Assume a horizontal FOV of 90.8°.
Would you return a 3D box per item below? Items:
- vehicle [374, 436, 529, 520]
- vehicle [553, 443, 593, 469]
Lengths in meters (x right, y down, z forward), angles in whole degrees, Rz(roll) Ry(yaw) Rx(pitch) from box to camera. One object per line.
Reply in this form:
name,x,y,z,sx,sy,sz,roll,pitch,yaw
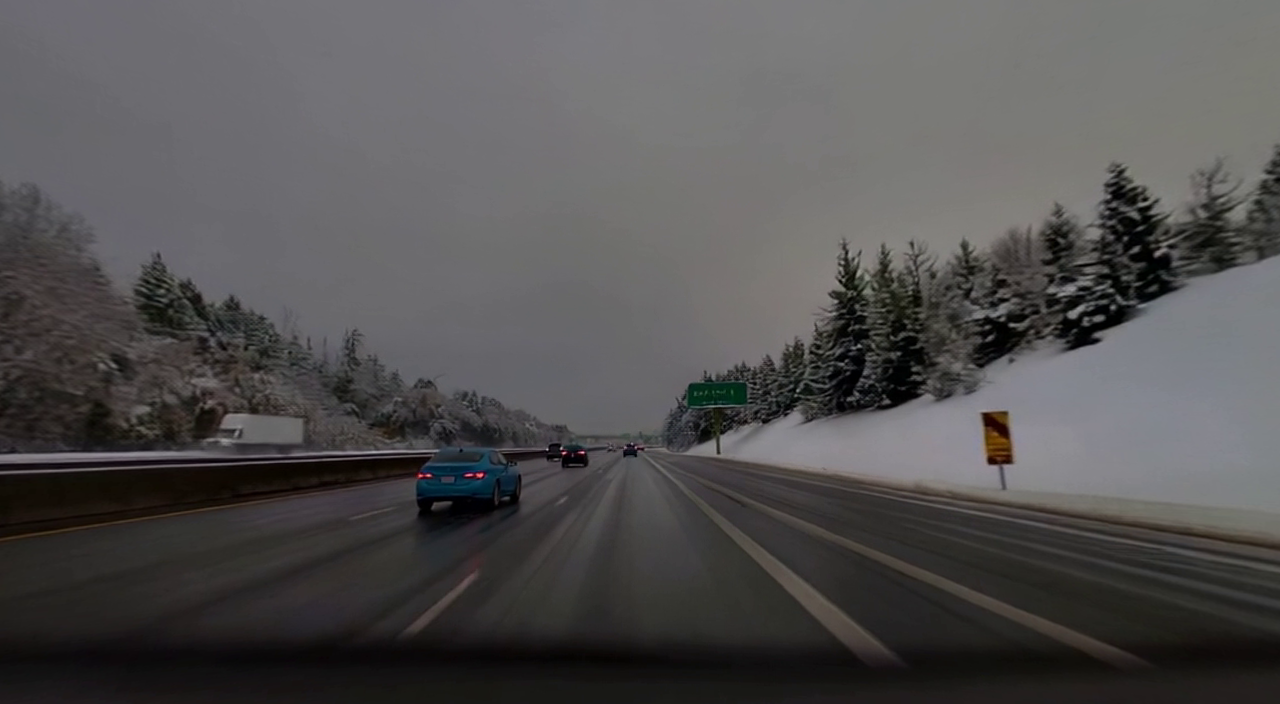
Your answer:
vehicle,-3.822,2.621,13.758,2.025,1.506,4.429,0,-8,0
vehicle,-4.056,6.397,38.951,2.068,1.501,4.395,0,-8,-1
